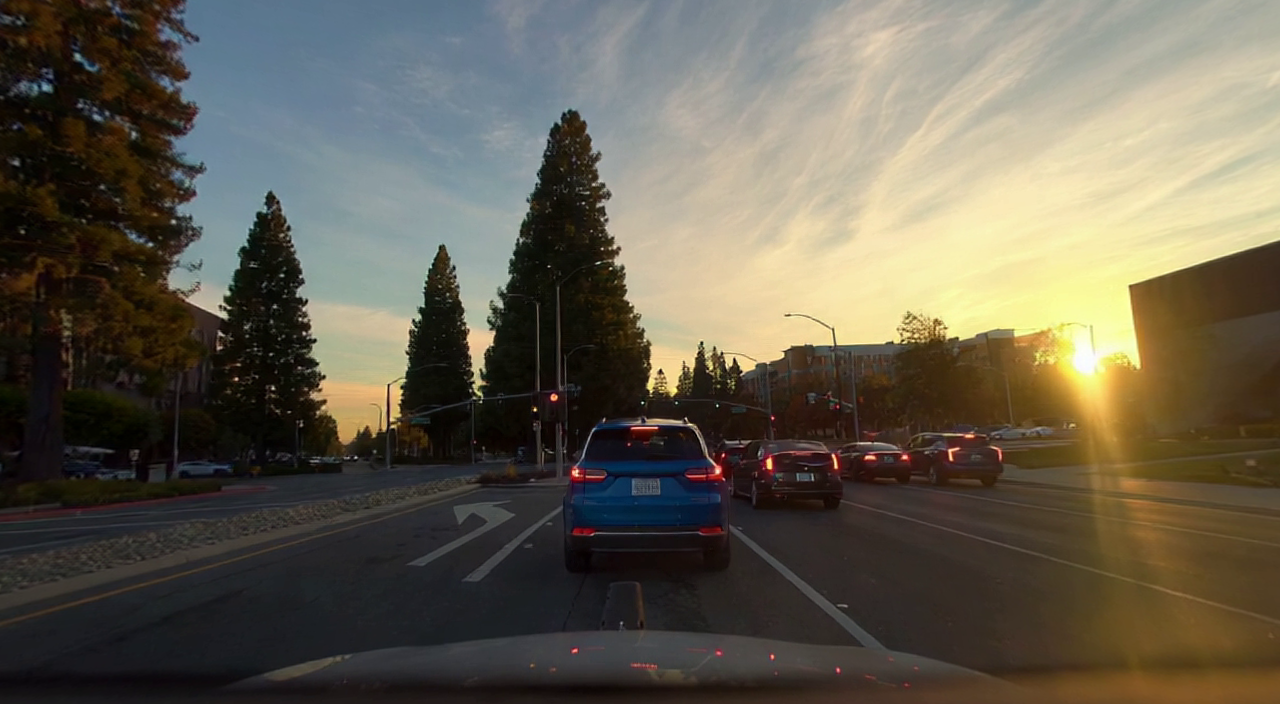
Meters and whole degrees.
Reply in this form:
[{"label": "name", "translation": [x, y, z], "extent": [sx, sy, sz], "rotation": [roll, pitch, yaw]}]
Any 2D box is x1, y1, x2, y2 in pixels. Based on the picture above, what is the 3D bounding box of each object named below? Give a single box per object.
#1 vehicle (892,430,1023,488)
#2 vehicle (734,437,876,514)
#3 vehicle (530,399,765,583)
[{"label": "vehicle", "translation": [10.879, 3.697, 22.120], "extent": [2.123, 1.812, 4.553], "rotation": [0, -9, -1]}, {"label": "vehicle", "translation": [3.508, 2.719, 14.401], "extent": [1.997, 1.471, 4.321], "rotation": [0, -9, -1]}, {"label": "vehicle", "translation": [0.068, 1.659, 8.265], "extent": [2.266, 1.762, 4.131], "rotation": [0, -9, 0]}]
